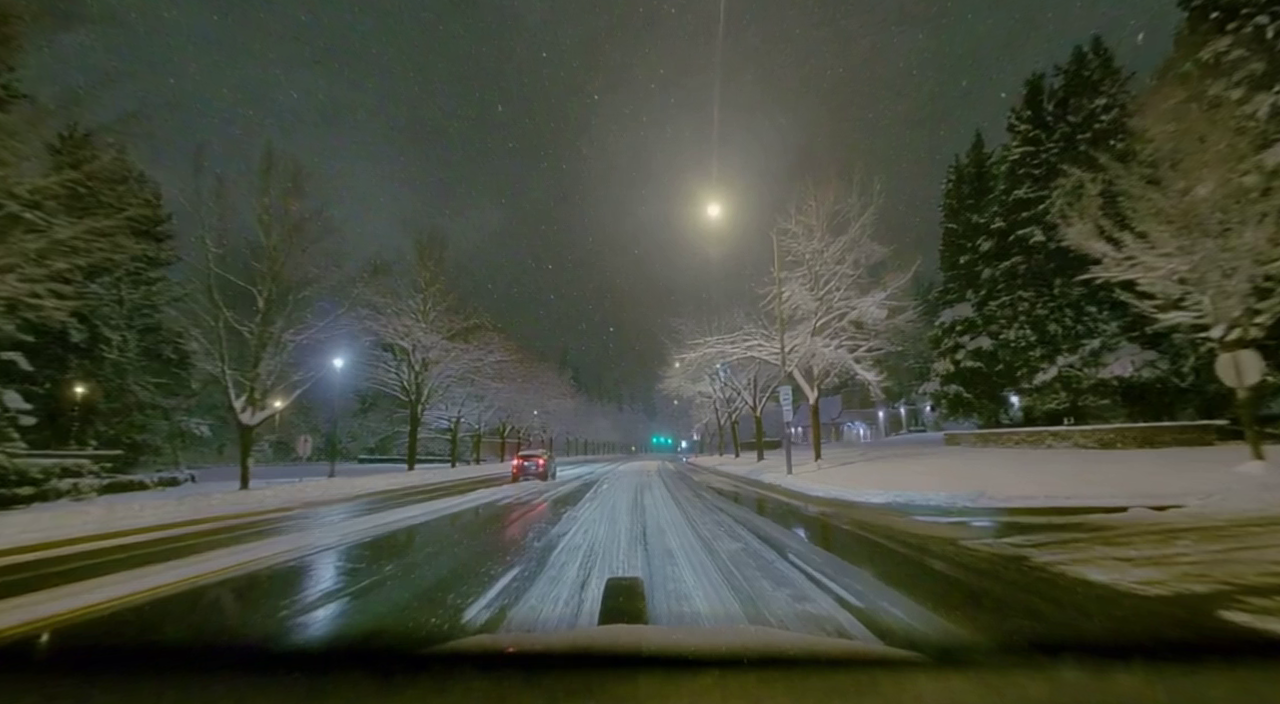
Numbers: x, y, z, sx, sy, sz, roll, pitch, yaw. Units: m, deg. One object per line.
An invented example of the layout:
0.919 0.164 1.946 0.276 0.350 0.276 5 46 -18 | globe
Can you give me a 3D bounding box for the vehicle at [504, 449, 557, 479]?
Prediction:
-5.882 6.074 34.385 1.945 1.461 4.605 -1 -8 2 | vehicle
